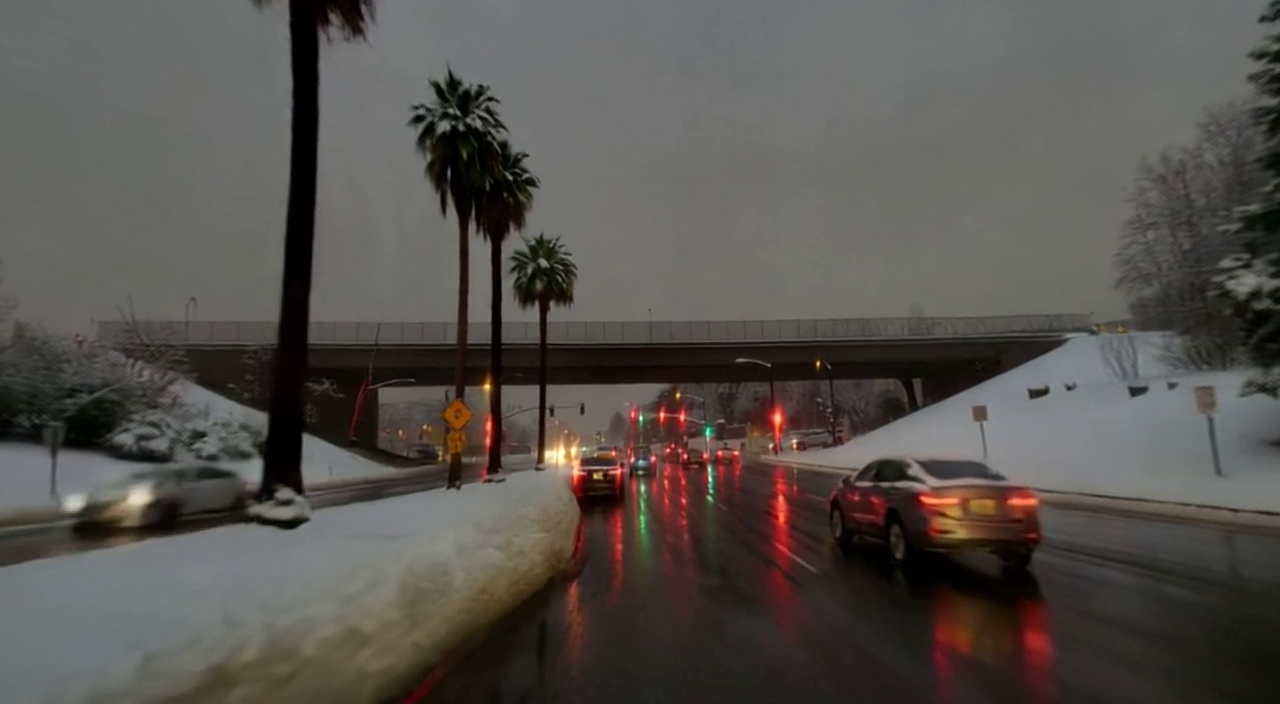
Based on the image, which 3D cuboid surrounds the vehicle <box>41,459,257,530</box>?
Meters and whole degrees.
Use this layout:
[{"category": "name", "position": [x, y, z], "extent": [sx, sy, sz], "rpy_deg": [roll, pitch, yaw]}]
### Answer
[{"category": "vehicle", "position": [-12.861, 3.724, 16.983], "extent": [1.963, 1.518, 4.822], "rpy_deg": [1, -9, -1]}]

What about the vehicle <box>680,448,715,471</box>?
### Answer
[{"category": "vehicle", "position": [4.102, 7.739, 45.413], "extent": [2.119, 1.509, 4.495], "rpy_deg": [1, -9, 0]}]

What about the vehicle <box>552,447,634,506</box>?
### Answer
[{"category": "vehicle", "position": [-1.348, 3.577, 18.520], "extent": [2.111, 1.506, 4.018], "rpy_deg": [1, -9, -3]}]

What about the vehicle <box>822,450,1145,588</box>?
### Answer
[{"category": "vehicle", "position": [4.195, 2.073, 8.681], "extent": [2.156, 1.404, 4.120], "rpy_deg": [0, -9, 1]}]

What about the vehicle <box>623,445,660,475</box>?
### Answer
[{"category": "vehicle", "position": [0.076, 6.687, 39.026], "extent": [2.172, 1.694, 4.055], "rpy_deg": [1, -9, 0]}]
